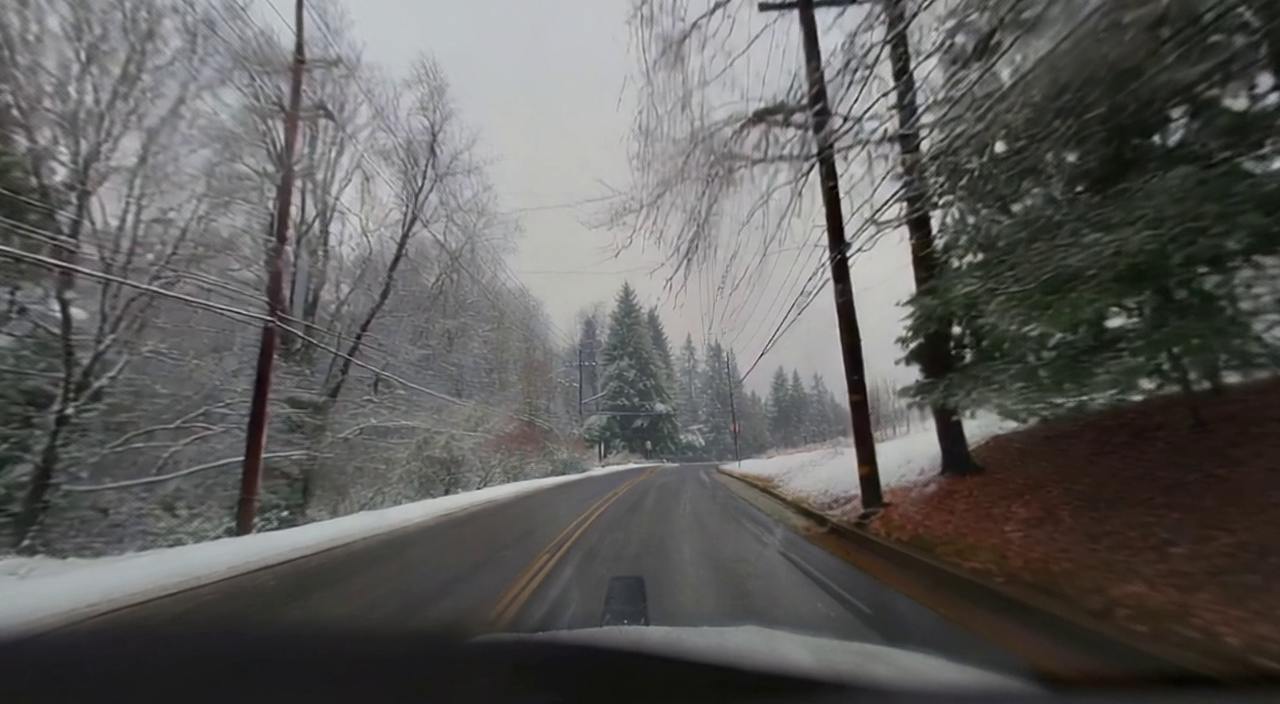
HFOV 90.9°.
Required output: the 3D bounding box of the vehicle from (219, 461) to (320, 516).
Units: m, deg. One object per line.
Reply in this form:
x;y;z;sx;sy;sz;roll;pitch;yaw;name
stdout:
-13.423;4.918;23.147;2.058;1.654;4.273;2;-9;-15;vehicle
